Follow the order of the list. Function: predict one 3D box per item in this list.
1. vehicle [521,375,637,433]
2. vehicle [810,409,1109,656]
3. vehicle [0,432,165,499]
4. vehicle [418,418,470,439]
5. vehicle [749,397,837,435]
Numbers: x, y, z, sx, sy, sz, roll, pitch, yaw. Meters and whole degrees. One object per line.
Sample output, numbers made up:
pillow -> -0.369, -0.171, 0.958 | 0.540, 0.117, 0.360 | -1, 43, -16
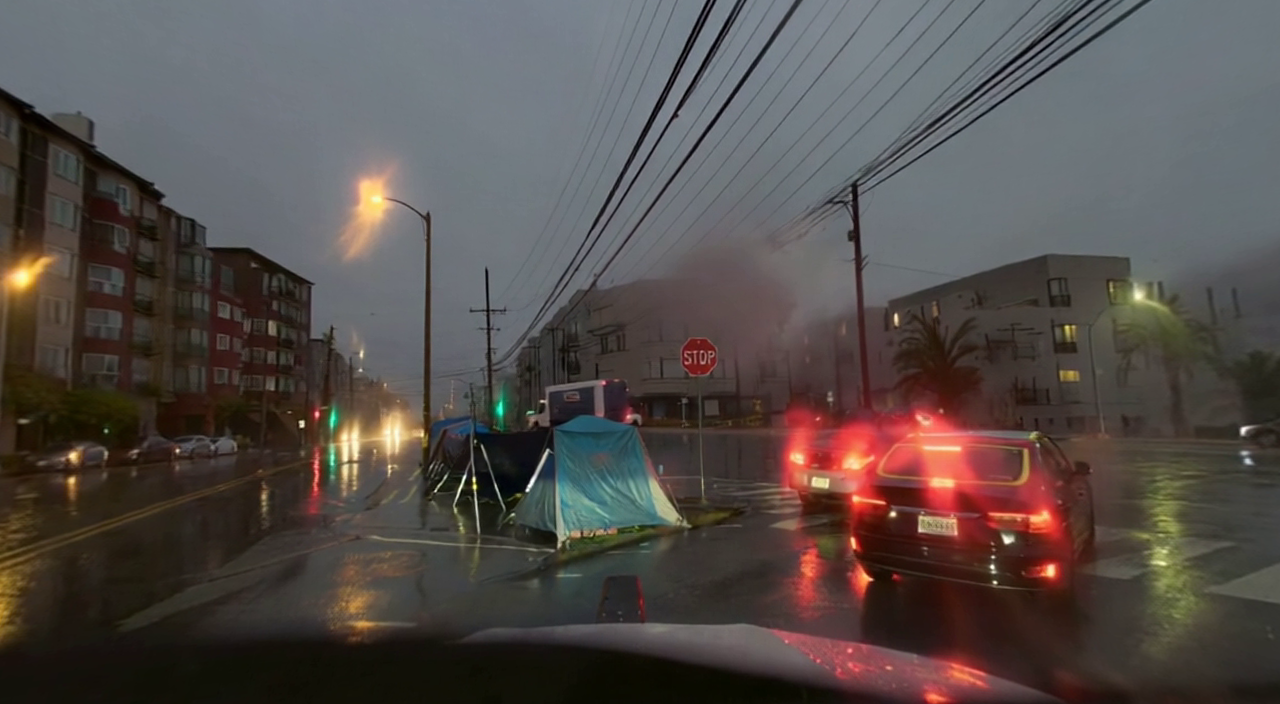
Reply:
vehicle -> -3.688, 3.202, 37.143 | 7.172, 3.075, 2.584 | -7, -10, 41
vehicle -> 3.407, 1.547, 6.594 | 1.945, 1.647, 4.160 | -5, -10, 32
vehicle -> -17.180, 3.471, 19.856 | 2.054, 1.800, 5.212 | 3, -9, -20
vehicle -> -15.328, 6.010, 49.346 | 2.089, 1.506, 4.641 | 7, -11, -41
vehicle -> 8.189, 3.523, 34.078 | 1.805, 1.694, 4.214 | 11, -15, -44
